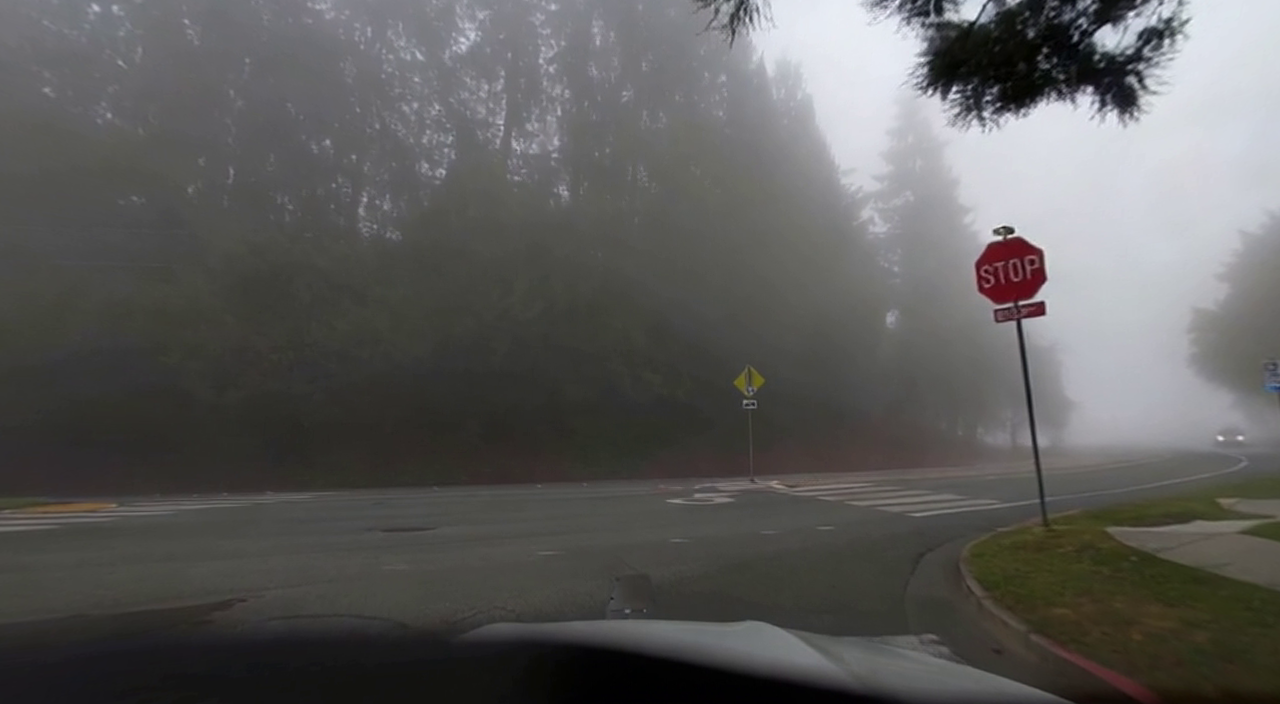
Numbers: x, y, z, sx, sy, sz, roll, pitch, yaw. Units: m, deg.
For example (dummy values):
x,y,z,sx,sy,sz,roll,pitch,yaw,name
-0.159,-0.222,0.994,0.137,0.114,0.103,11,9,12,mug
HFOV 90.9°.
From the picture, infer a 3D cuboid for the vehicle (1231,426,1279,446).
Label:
x,y,z,sx,sy,sz,roll,pitch,yaw,name
48.038,6.584,49.080,4.473,1.474,2.108,6,-11,-37,vehicle
